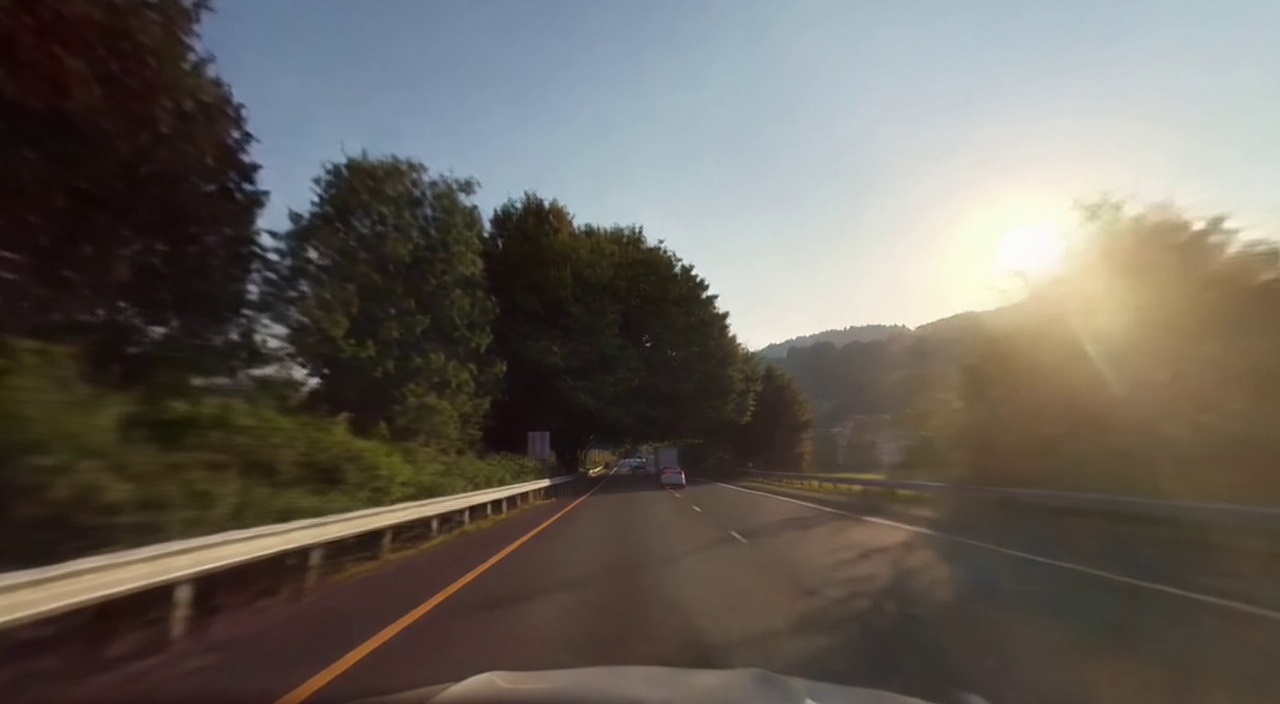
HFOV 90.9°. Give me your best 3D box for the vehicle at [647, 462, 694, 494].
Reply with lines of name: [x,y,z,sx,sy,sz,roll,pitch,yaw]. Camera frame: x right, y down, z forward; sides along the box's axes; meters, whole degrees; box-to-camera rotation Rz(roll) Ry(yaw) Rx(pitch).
vehicle: [1.479,6.332,31.880,1.976,1.467,3.783,1,-10,-3]
